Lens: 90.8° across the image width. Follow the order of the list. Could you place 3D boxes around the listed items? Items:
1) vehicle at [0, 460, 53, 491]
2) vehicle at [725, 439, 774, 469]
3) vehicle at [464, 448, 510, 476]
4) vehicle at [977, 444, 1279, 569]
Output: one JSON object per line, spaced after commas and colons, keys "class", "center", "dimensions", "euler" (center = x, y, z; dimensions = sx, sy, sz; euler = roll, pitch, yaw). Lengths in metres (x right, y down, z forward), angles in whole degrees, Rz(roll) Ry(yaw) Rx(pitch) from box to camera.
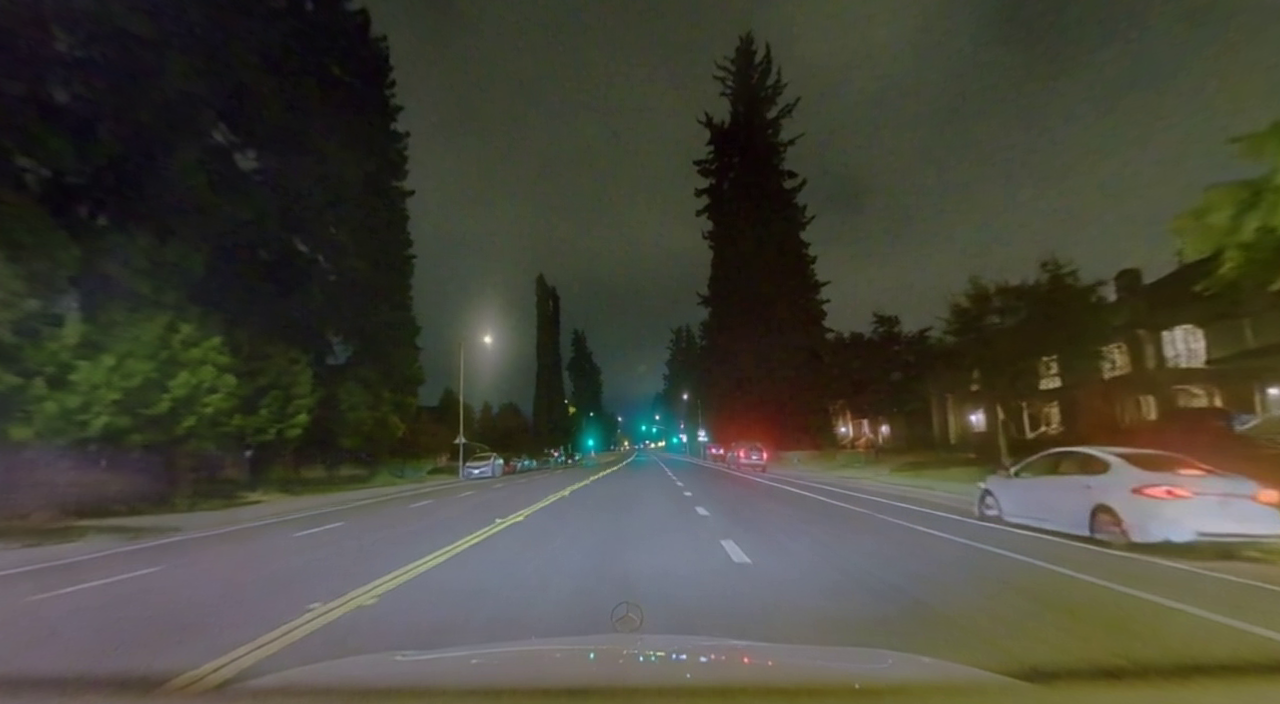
{"class": "vehicle", "center": [-32.967, 6.361, 32.541], "dimensions": [1.736, 1.437, 3.766], "euler": [0, -8, 1]}
{"class": "vehicle", "center": [7.552, 7.094, 44.274], "dimensions": [2.224, 1.956, 6.057], "euler": [0, -8, -1]}
{"class": "vehicle", "center": [-10.621, 7.637, 44.028], "dimensions": [1.996, 1.781, 4.139], "euler": [-3, -9, 2]}
{"class": "vehicle", "center": [7.138, 2.110, 9.488], "dimensions": [1.854, 1.425, 4.316], "euler": [-1, -8, 1]}
